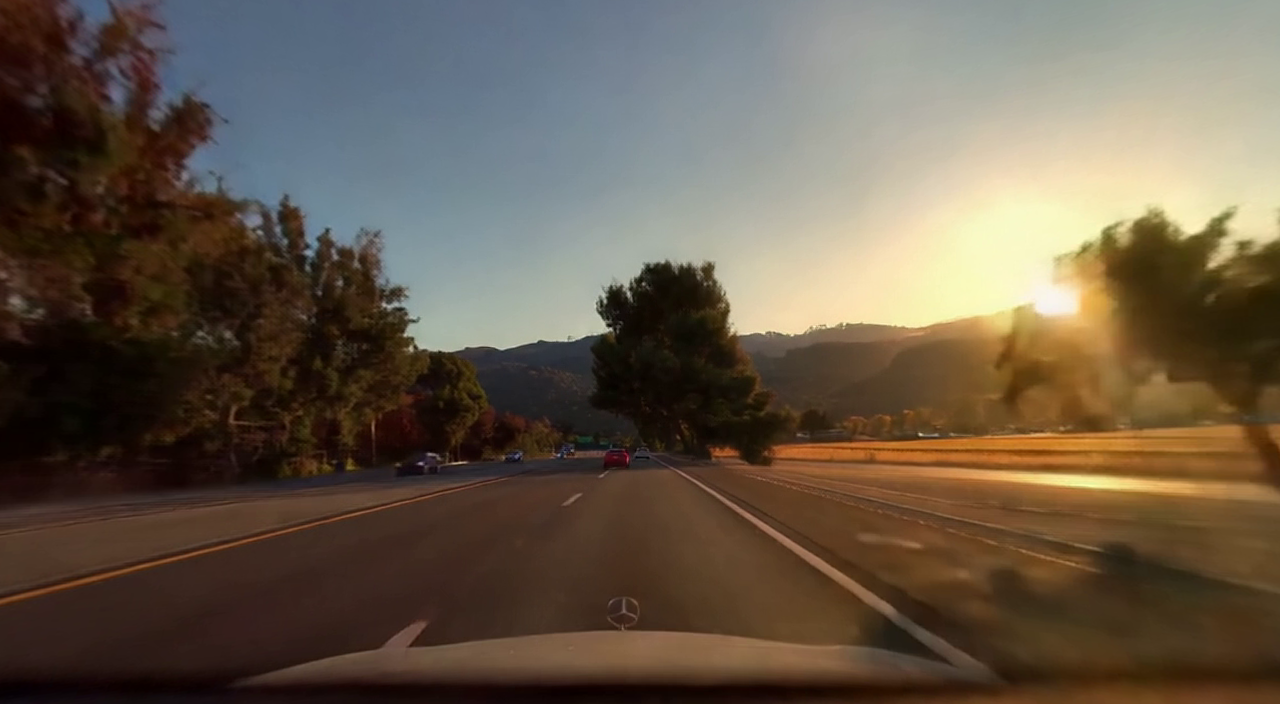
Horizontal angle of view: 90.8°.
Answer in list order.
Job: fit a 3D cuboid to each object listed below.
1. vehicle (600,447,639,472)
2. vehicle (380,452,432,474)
[{"bbox_3d":[-1.213,6.683,39.517,2.170,1.451,4.584,0,-8,1],"label":"vehicle"},{"bbox_3d":[-16.408,7.779,44.456,2.007,1.444,4.190,0,-9,2],"label":"vehicle"}]
